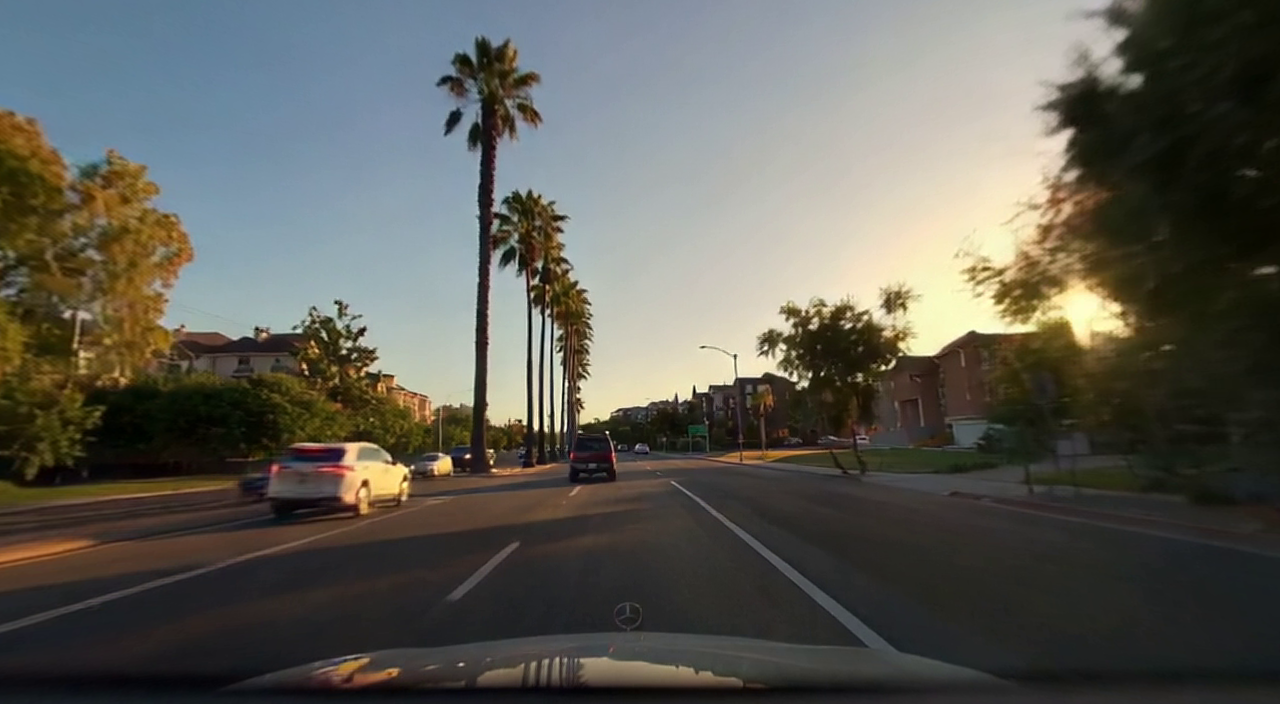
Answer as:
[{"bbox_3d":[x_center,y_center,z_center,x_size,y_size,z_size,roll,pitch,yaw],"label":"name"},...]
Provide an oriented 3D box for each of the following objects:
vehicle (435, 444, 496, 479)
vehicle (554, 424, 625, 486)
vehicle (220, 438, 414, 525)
[{"bbox_3d":[-9.104,5.709,33.146,2.114,1.698,4.415,0,-9,-2],"label":"vehicle"},{"bbox_3d":[-2.068,4.113,25.419,2.507,2.161,6.049,1,-9,-5],"label":"vehicle"},{"bbox_3d":[-6.729,2.710,13.743,2.016,1.576,4.215,0,-9,0],"label":"vehicle"}]
